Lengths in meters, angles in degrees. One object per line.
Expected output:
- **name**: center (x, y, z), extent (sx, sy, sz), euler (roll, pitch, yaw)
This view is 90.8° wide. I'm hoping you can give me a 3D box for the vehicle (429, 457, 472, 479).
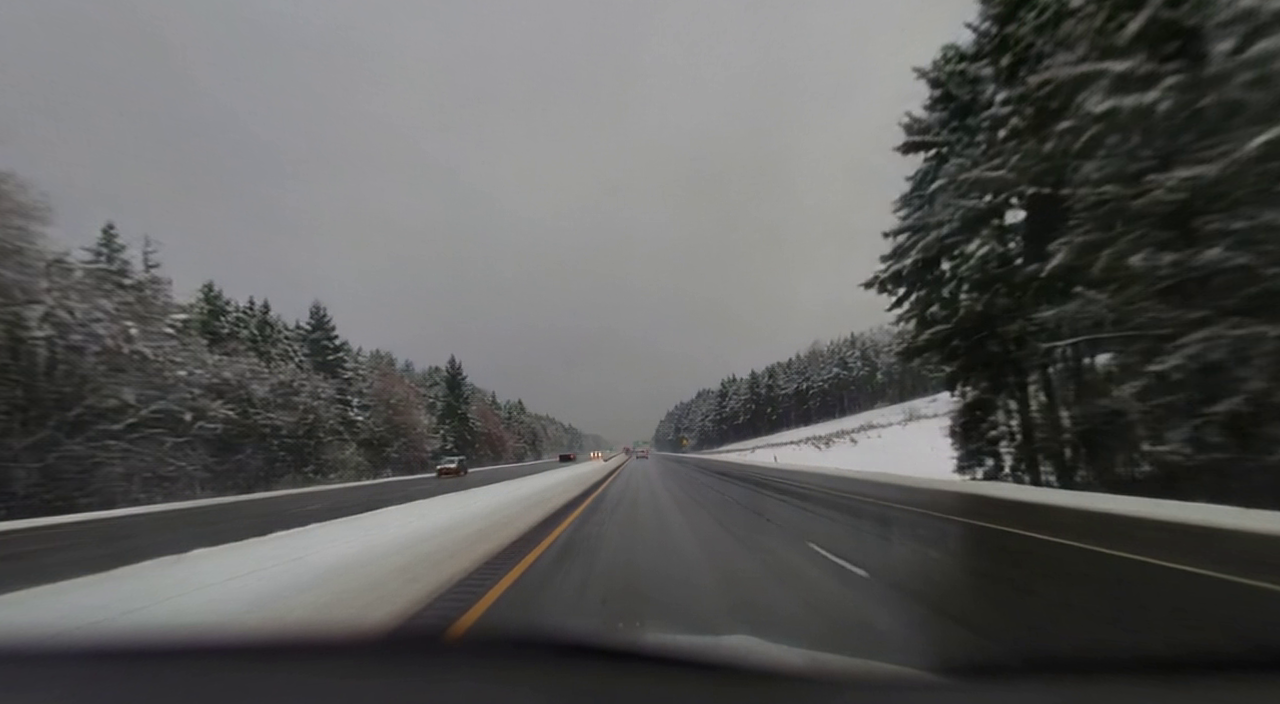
- **vehicle**: center (-14.213, 8.736, 47.613), extent (1.852, 1.514, 4.446), euler (0, -9, 0)
